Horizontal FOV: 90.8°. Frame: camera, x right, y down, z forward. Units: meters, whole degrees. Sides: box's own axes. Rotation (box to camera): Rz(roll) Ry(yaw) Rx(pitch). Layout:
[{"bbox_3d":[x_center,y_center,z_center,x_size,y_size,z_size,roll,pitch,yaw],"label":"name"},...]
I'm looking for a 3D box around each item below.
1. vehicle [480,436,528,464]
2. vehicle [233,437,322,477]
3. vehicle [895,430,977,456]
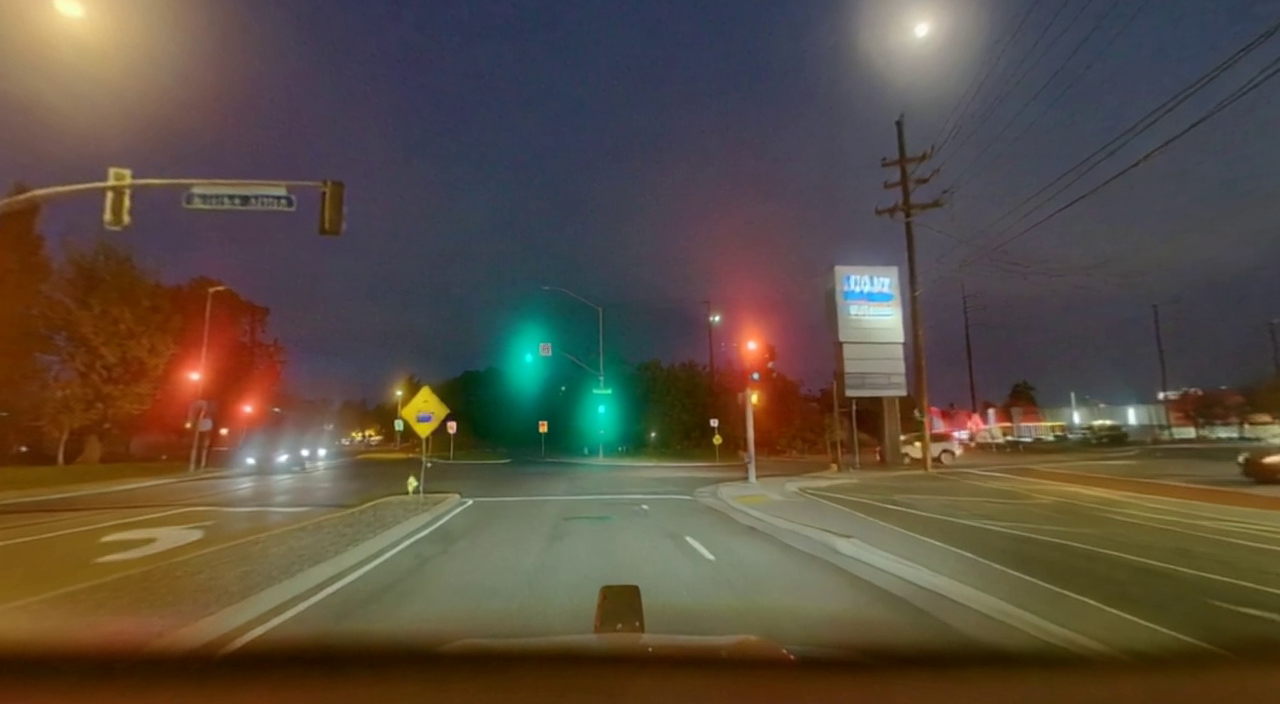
[{"bbox_3d":[-7.915,5.642,36.603,2.094,1.500,3.682,3,-8,-21],"label":"vehicle"},{"bbox_3d":[-15.129,4.349,26.691,2.207,1.503,4.561,2,-8,-17],"label":"vehicle"},{"bbox_3d":[19.950,6.132,42.711,4.544,1.630,2.055,-1,-8,8],"label":"vehicle"}]
